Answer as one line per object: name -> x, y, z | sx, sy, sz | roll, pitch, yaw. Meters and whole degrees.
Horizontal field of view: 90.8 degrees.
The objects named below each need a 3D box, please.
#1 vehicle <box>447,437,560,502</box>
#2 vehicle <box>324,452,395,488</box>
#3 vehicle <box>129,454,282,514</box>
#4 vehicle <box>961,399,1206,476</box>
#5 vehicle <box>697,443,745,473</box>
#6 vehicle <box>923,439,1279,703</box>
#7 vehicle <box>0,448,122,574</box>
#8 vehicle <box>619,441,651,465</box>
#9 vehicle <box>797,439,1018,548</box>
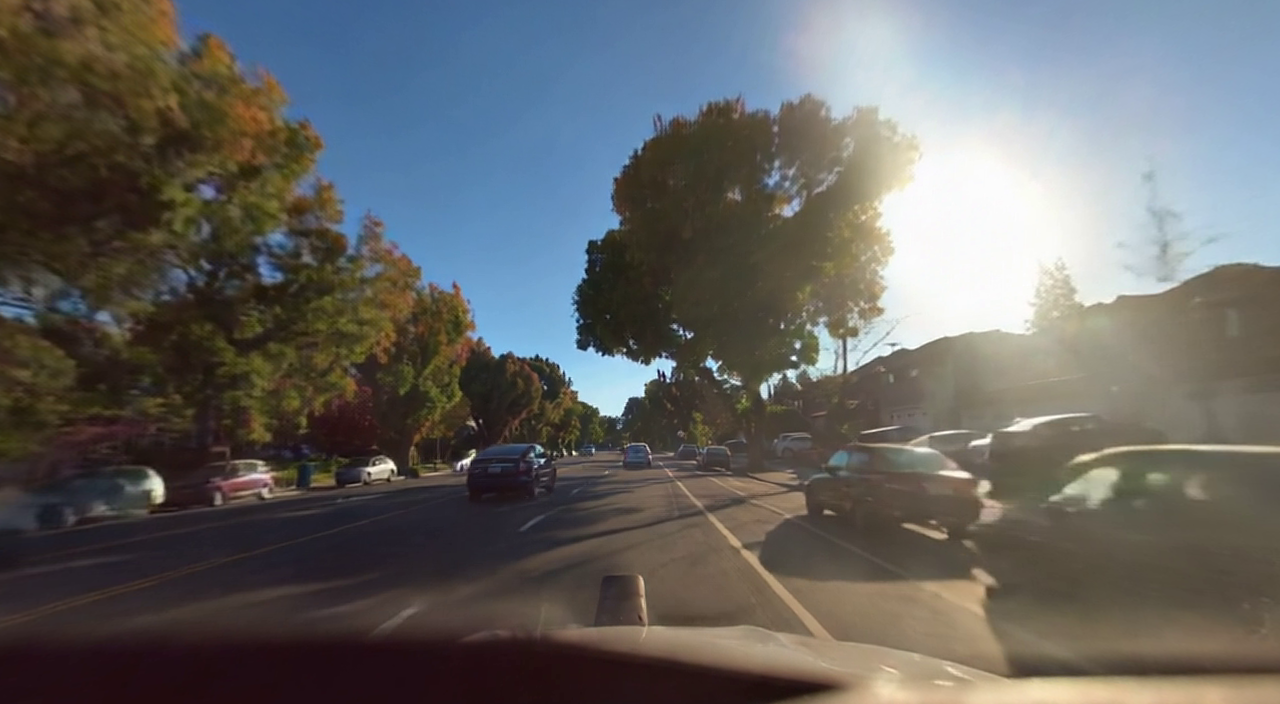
vehicle -> -3.462, 3.068, 16.946 | 2.027, 1.477, 4.413 | 0, -8, 0
vehicle -> -14.824, 6.206, 33.663 | 1.998, 1.498, 4.668 | -5, -8, -5
vehicle -> -14.600, 4.422, 21.651 | 1.904, 1.497, 4.848 | -5, -8, -1
vehicle -> 11.581, 2.281, 16.800 | 4.923, 1.878, 1.953 | 0, -8, 2
vehicle -> 4.267, 5.653, 34.044 | 1.944, 1.470, 4.530 | 0, -8, -1
vehicle -> 4.061, 1.381, 4.584 | 1.881, 1.453, 4.574 | 0, -8, 0
vehicle -> -8.784, 1.799, 6.813 | 2.075, 1.487, 4.792 | -1, -8, 5
vehicle -> -0.332, 6.895, 43.317 | 2.088, 1.495, 4.048 | 0, -8, -1
vehicle -> 4.225, 2.275, 10.958 | 1.881, 1.480, 4.536 | 0, -8, 0
